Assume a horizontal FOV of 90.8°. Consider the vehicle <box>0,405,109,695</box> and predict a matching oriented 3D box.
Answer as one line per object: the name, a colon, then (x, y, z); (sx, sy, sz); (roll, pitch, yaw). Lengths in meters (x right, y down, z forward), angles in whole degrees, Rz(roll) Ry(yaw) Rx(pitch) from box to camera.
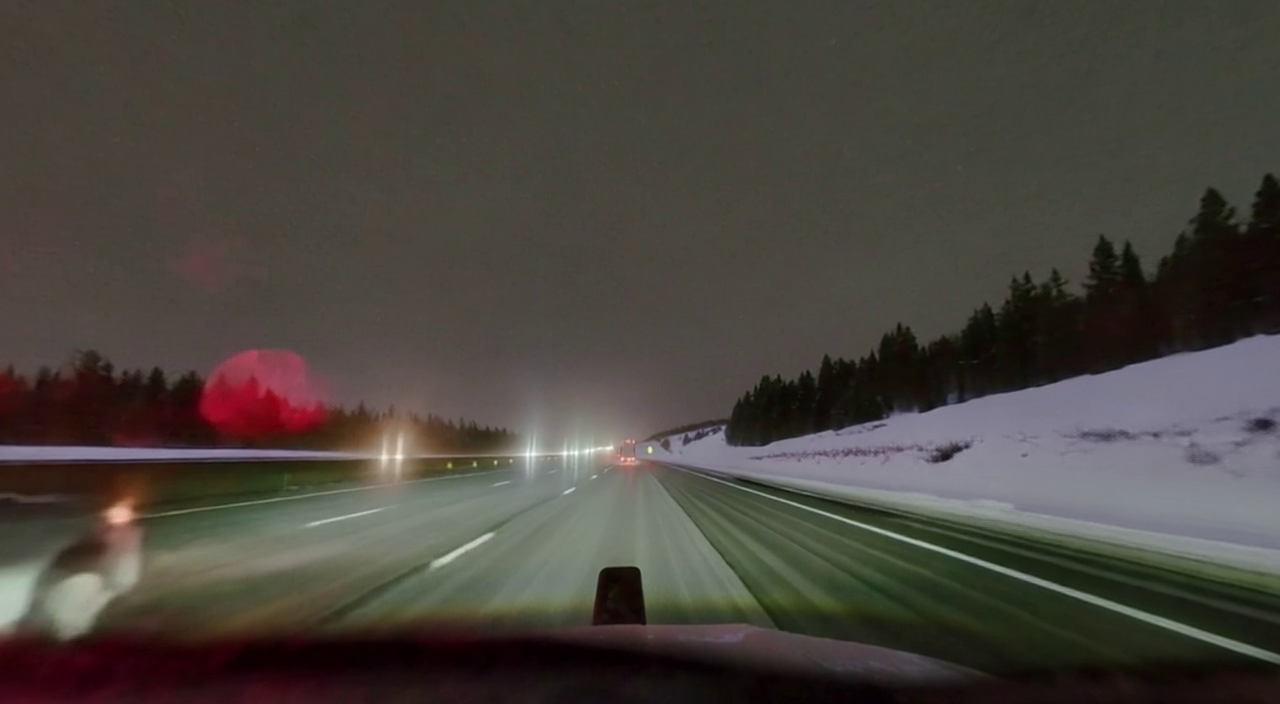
vehicle: (-4.565, 0.806, 1.588); (2.108, 1.573, 5.000); (0, -9, 0)
